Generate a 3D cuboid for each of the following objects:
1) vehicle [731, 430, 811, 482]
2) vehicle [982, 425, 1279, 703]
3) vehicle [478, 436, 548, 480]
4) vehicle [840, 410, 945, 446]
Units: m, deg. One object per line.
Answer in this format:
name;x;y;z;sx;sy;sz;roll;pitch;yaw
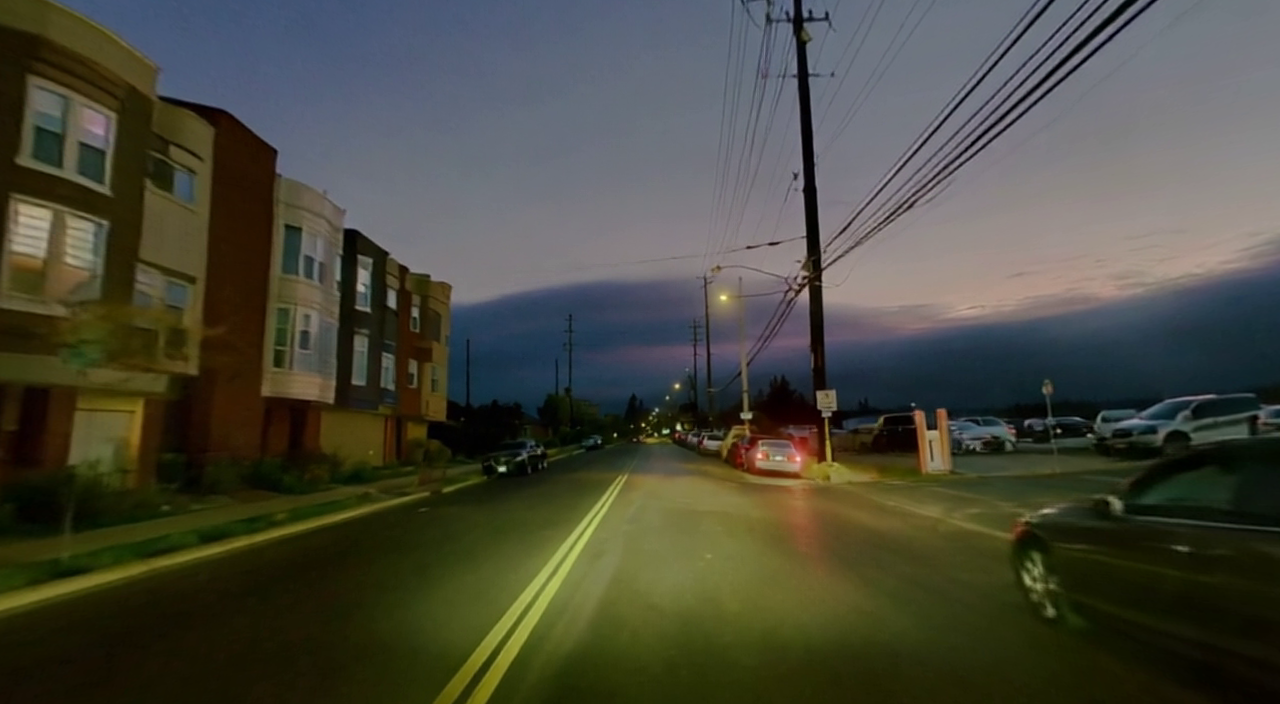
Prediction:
vehicle;4.397;3.546;21.789;1.914;1.591;3.892;0;-8;0
vehicle;3.821;1.059;2.869;1.928;1.440;4.738;0;-8;1
vehicle;-5.175;4.353;26.338;1.913;1.672;4.267;0;-8;2
vehicle;14.088;4.341;35.639;2.152;1.875;5.778;3;-8;-19
